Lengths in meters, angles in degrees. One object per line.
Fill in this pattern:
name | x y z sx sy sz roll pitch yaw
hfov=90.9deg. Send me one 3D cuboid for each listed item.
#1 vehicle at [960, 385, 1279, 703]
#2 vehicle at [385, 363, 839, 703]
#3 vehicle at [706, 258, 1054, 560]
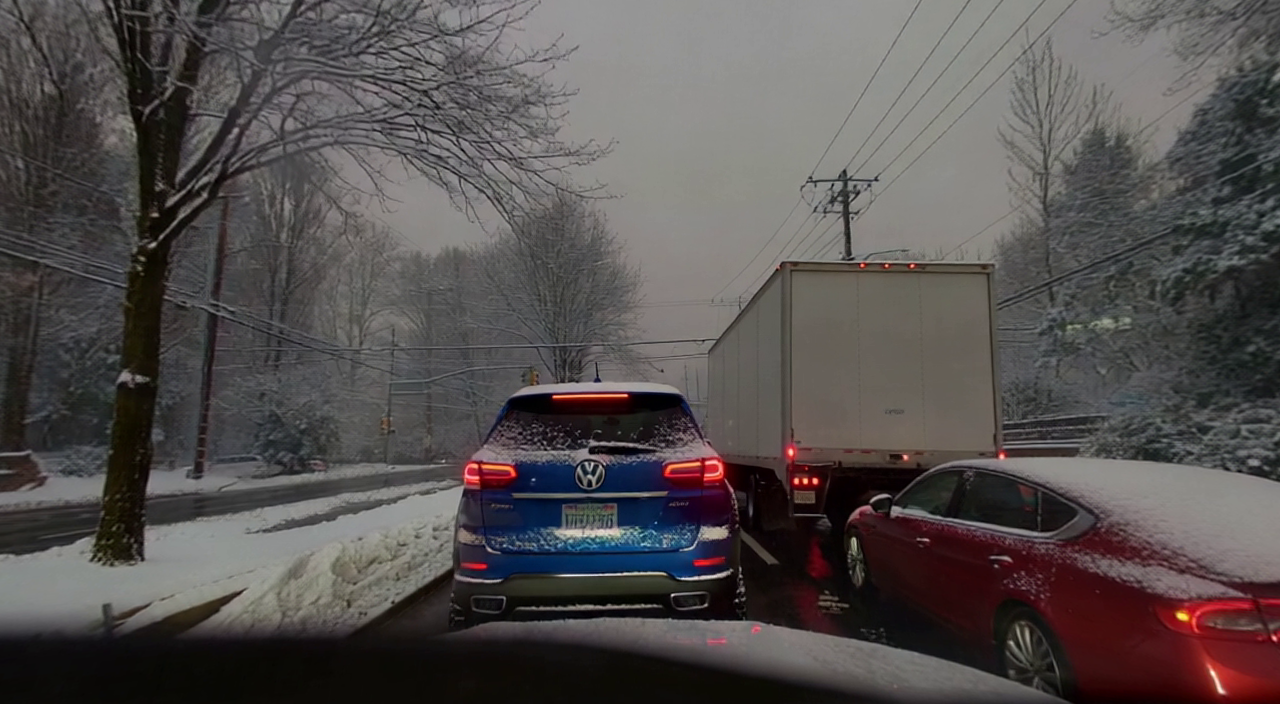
vehicle | 2.826 0.749 1.190 1.971 1.484 4.728 0 -8 0
vehicle | -0.127 1.227 5.134 2.114 1.732 4.230 0 -8 0
vehicle | 3.228 1.250 11.832 2.915 3.559 8.848 0 -8 -1
